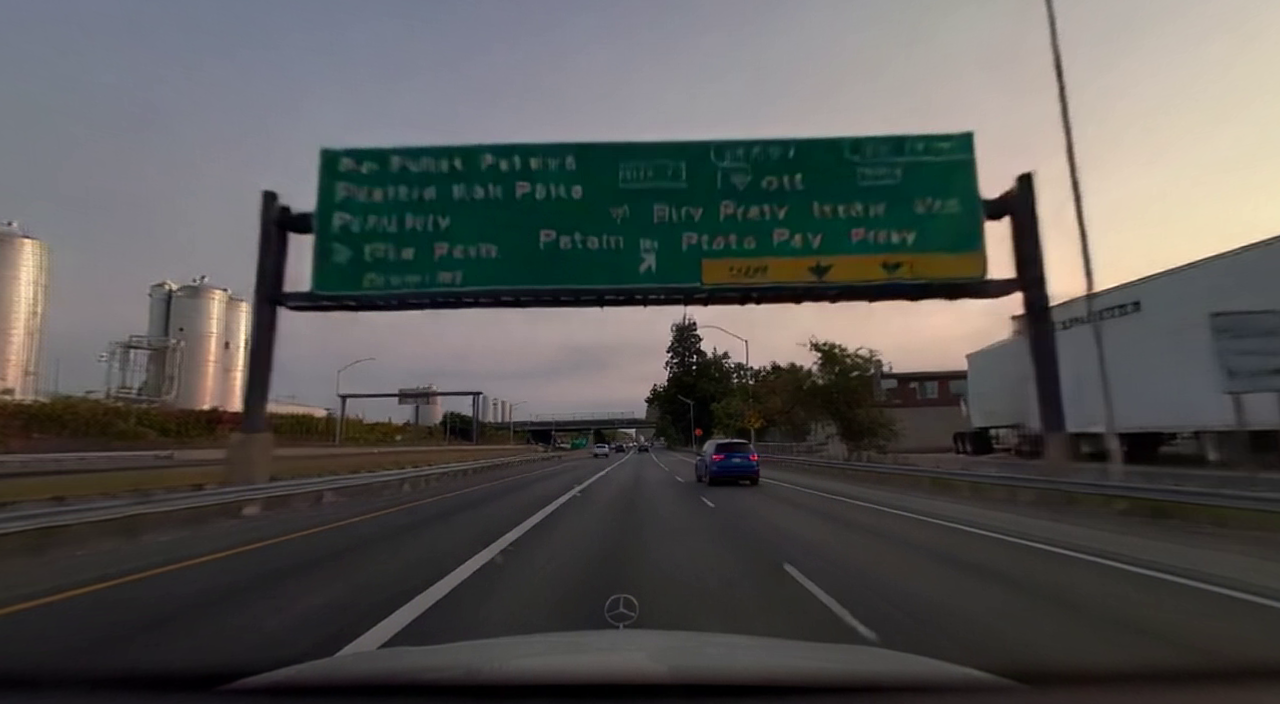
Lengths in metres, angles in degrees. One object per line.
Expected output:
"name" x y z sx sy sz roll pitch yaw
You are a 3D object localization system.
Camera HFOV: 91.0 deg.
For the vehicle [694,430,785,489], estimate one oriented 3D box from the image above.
"vehicle" 3.302 3.712 22.073 2.296 1.790 5.067 0 -9 0
